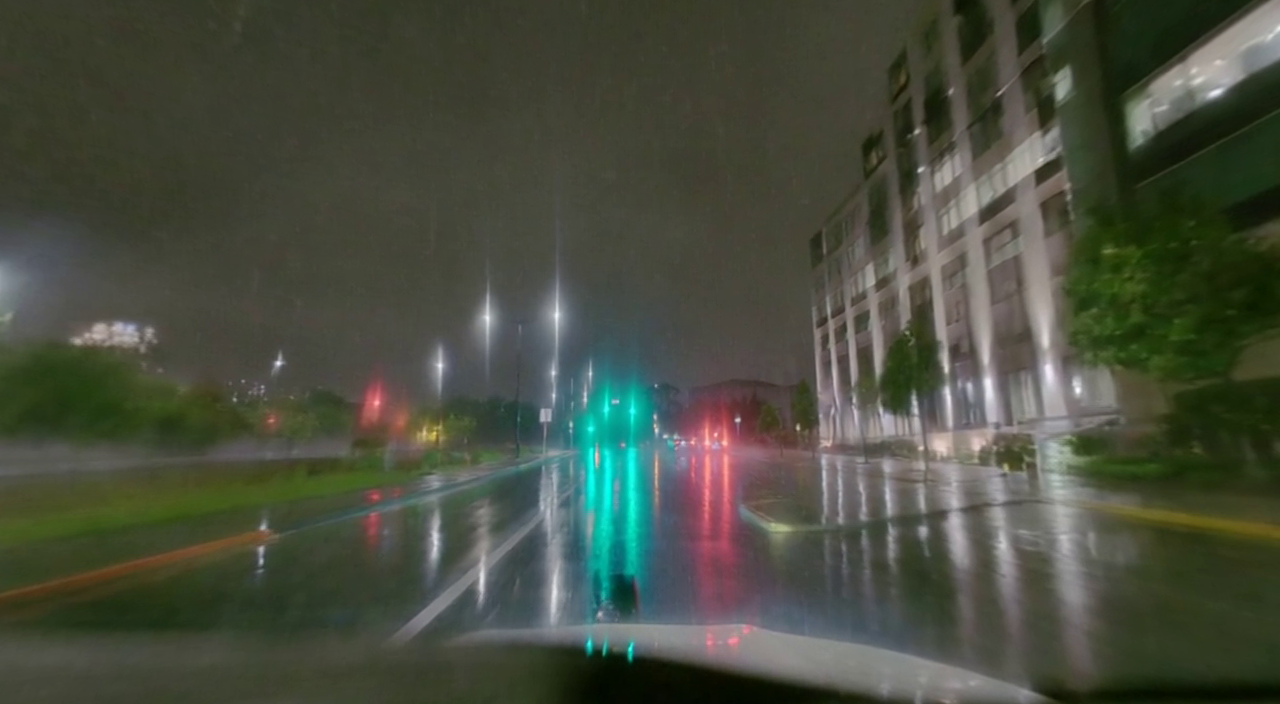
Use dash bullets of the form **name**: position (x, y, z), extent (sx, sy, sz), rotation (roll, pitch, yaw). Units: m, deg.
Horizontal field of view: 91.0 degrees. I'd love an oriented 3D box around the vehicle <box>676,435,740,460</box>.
- **vehicle**: position (4.498, 6.302, 41.532), extent (3.844, 1.524, 1.847), rotation (4, -9, -32)
